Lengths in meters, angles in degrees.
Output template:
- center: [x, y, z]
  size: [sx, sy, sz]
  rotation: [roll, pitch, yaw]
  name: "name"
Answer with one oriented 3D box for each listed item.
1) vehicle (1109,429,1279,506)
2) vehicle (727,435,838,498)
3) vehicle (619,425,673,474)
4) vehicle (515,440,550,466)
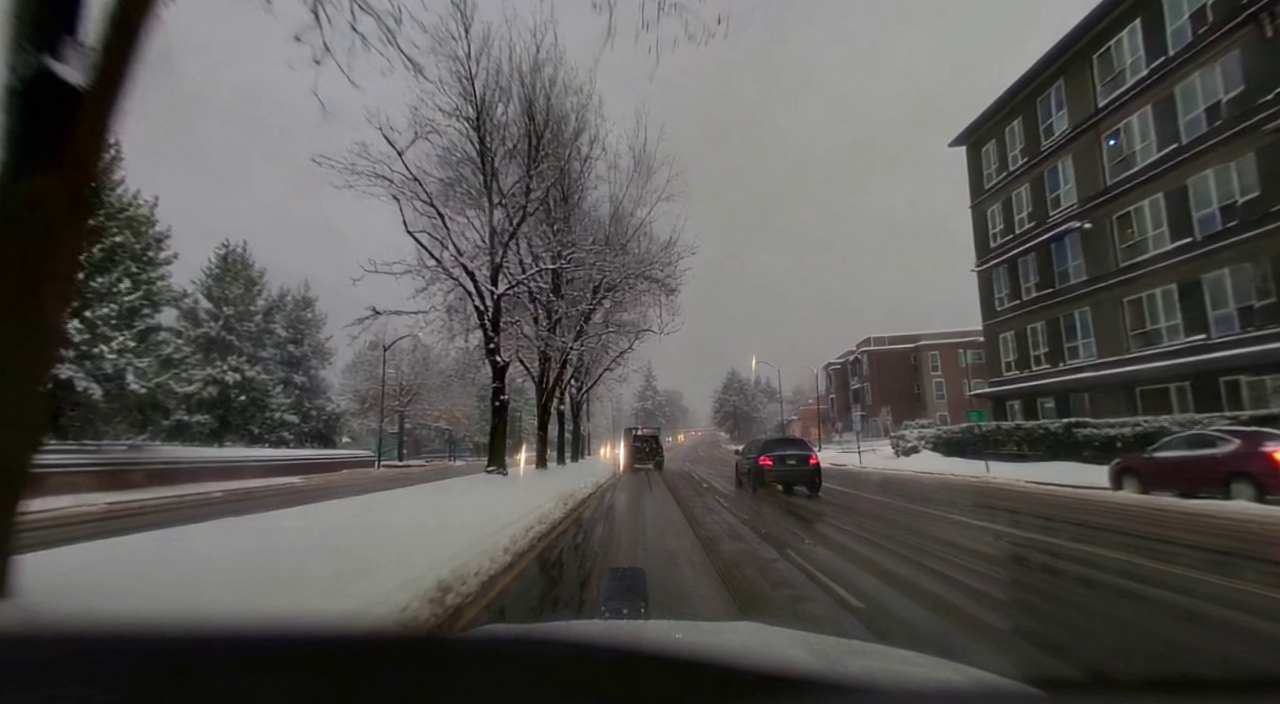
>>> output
- center: [13.436, 2.584, 14.508]
  size: [1.851, 1.492, 4.277]
  rotation: [0, -8, -2]
  name: "vehicle"
- center: [3.723, 3.080, 17.379]
  size: [2.075, 1.486, 4.316]
  rotation: [0, -8, 0]
  name: "vehicle"
- center: [0.181, 4.690, 30.388]
  size: [2.396, 2.143, 4.824]
  rotation: [0, -8, -2]
  name: "vehicle"
- center: [-8.386, 7.920, 49.574]
  size: [1.873, 1.894, 4.186]
  rotation: [-1, -8, 2]
  name: "vehicle"
